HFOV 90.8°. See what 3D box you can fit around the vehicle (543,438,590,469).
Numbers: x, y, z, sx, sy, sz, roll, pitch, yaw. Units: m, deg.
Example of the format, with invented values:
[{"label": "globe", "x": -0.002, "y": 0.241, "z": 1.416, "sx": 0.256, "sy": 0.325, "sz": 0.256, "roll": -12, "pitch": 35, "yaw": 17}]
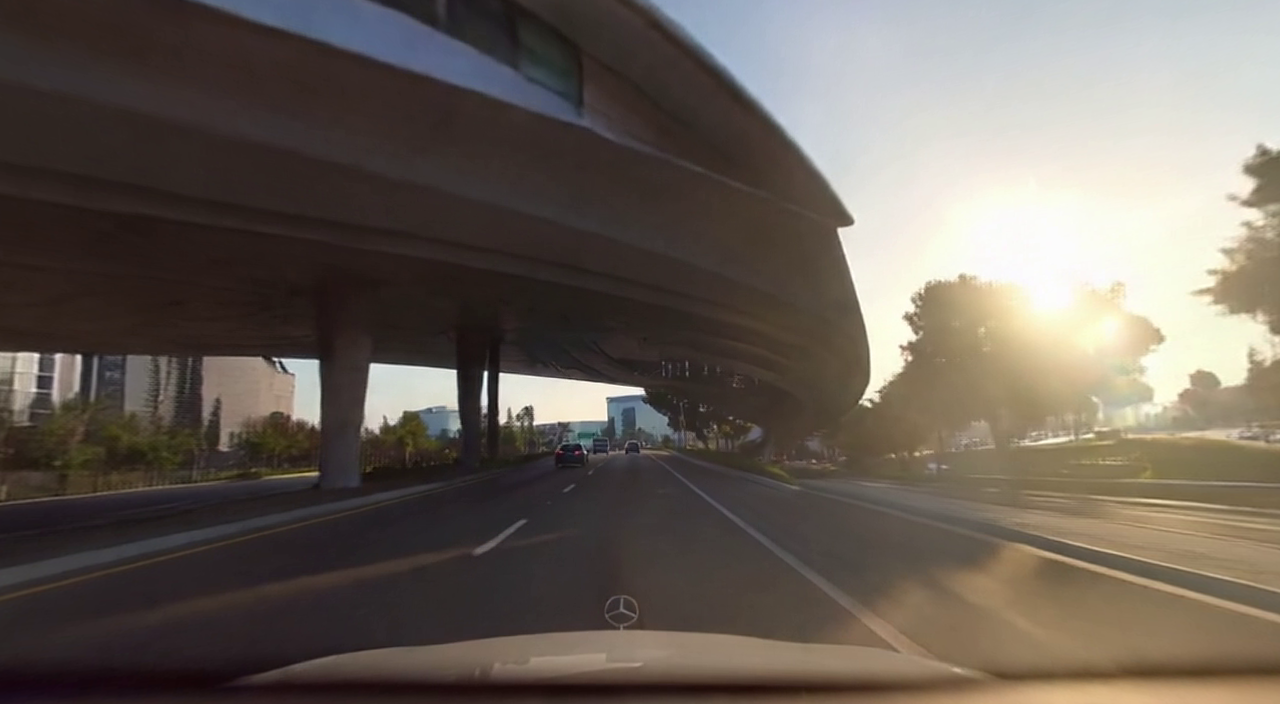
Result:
[{"label": "vehicle", "x": -3.871, "y": 5.398, "z": 33.849, "sx": 1.984, "sy": 1.521, "sz": 4.682, "roll": 0, "pitch": -8, "yaw": 0}]
